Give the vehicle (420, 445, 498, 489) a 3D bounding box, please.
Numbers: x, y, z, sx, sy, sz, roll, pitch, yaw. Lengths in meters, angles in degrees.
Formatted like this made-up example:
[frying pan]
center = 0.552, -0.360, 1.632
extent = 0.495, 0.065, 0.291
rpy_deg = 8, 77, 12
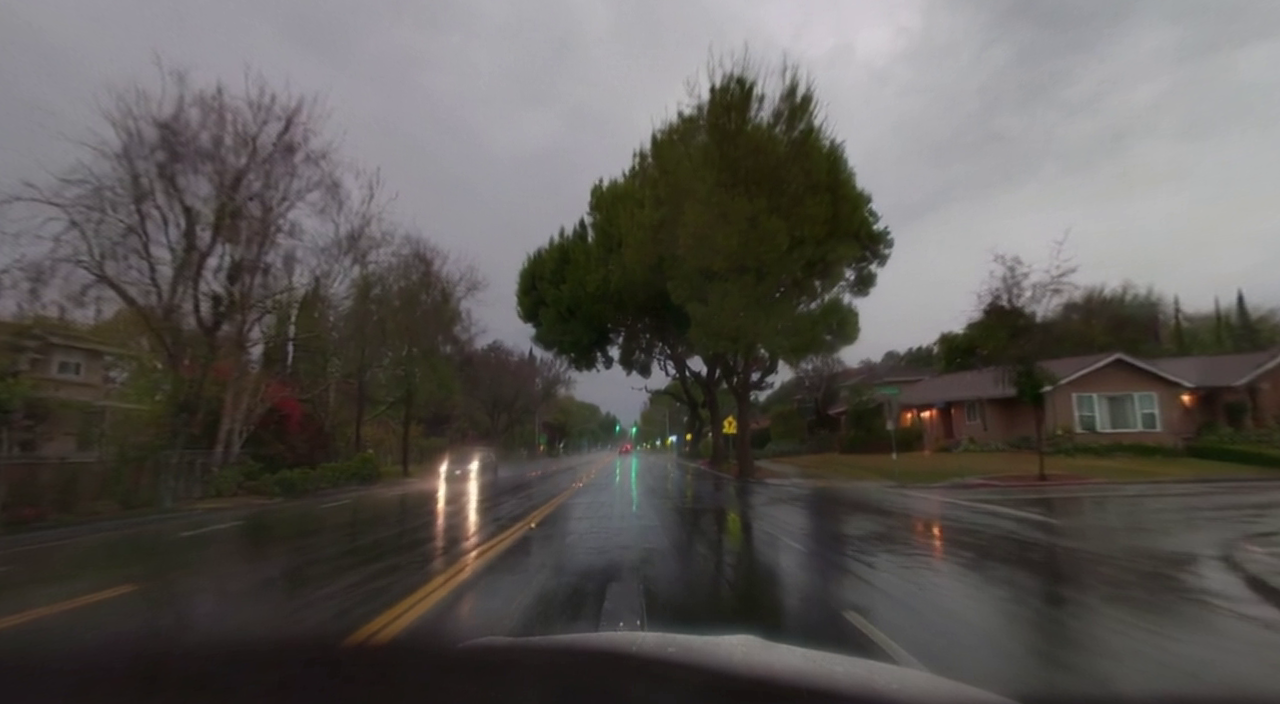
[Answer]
[vehicle]
center = -7.390, 4.734, 26.285
extent = 1.994, 1.646, 4.276
rpy_deg = 0, -9, 0
